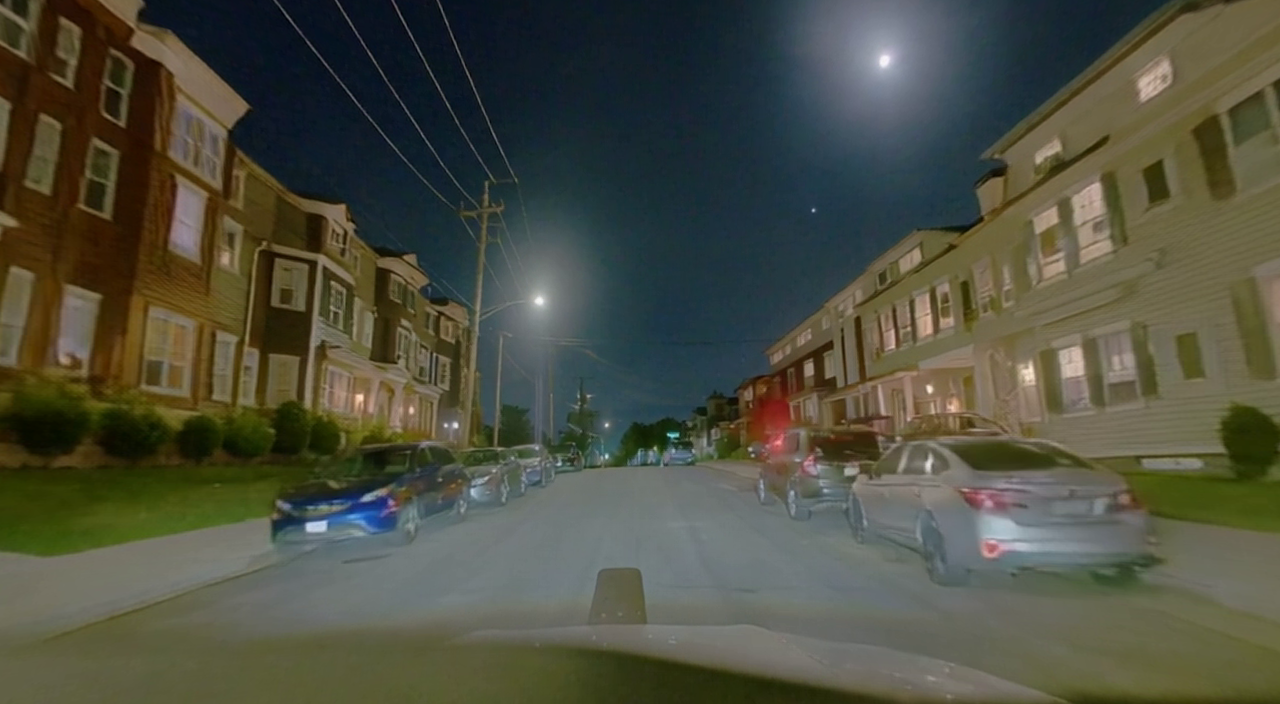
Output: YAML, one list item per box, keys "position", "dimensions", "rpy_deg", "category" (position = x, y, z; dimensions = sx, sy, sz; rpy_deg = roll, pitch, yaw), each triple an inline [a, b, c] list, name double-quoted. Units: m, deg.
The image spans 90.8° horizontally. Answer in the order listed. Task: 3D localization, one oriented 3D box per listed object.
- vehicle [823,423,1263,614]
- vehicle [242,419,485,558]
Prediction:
- position: [3.658, 1.584, 7.037]
  dimensions: [2.083, 1.407, 4.506]
  rpy_deg: [0, -9, 3]
  category: "vehicle"
- position: [-4.198, 2.187, 10.671]
  dimensions: [2.031, 1.708, 4.746]
  rpy_deg: [-2, -10, -1]
  category: "vehicle"
